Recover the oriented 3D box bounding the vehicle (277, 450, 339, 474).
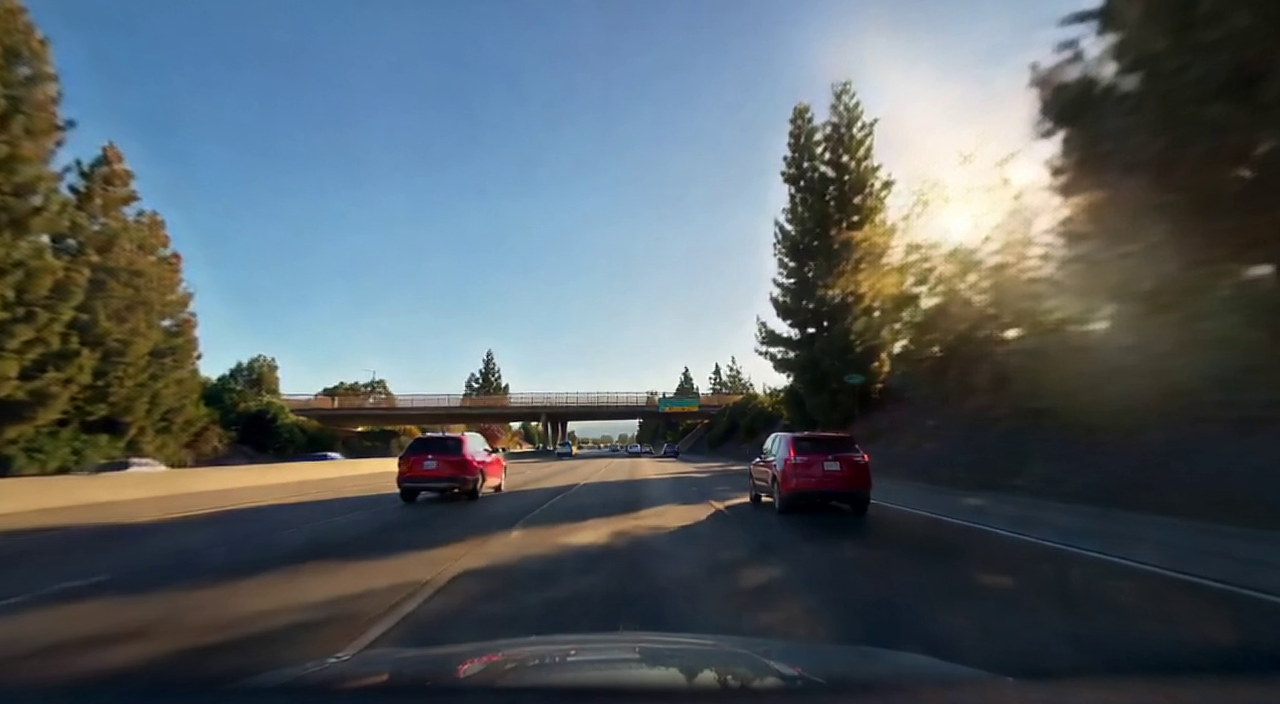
[{"bbox_3d":[-22.800,7.548,43.598,1.832,1.519,4.577,0,-9,-1],"label":"vehicle"}]

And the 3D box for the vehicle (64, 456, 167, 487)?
[{"bbox_3d":[-33.536,7.619,40.664,2.030,1.784,5.303,-1,-9,0],"label":"vehicle"}]

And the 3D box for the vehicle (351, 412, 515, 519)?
[{"bbox_3d":[-4.170,2.389,13.705,2.018,1.872,4.728,0,-9,-1],"label":"vehicle"}]

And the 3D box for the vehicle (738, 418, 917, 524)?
[{"bbox_3d":[3.515,2.353,12.961,2.185,1.749,4.477,0,-9,-1],"label":"vehicle"}]
